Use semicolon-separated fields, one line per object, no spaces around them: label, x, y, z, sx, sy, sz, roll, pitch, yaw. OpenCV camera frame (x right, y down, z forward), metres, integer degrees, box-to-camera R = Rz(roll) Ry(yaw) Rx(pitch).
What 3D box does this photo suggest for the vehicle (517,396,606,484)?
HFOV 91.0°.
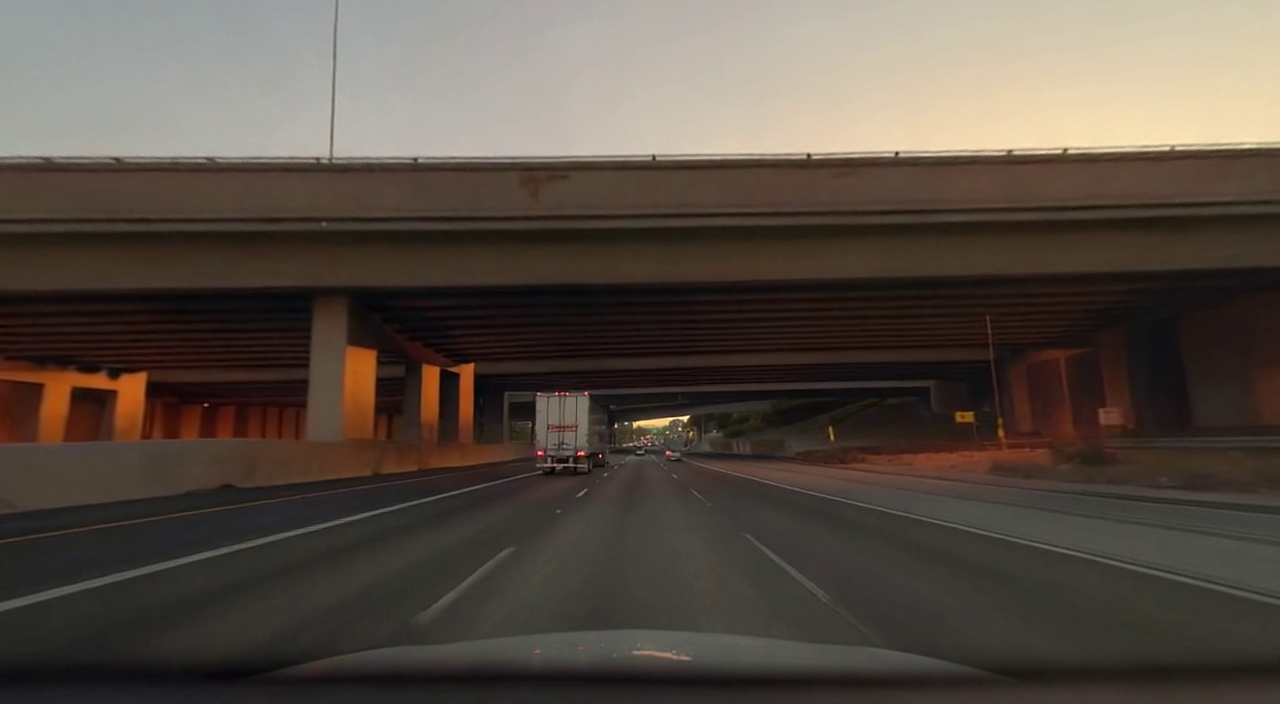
vehicle;-3.319;4.099;28.966;2.922;3.458;8.360;0;-9;1
